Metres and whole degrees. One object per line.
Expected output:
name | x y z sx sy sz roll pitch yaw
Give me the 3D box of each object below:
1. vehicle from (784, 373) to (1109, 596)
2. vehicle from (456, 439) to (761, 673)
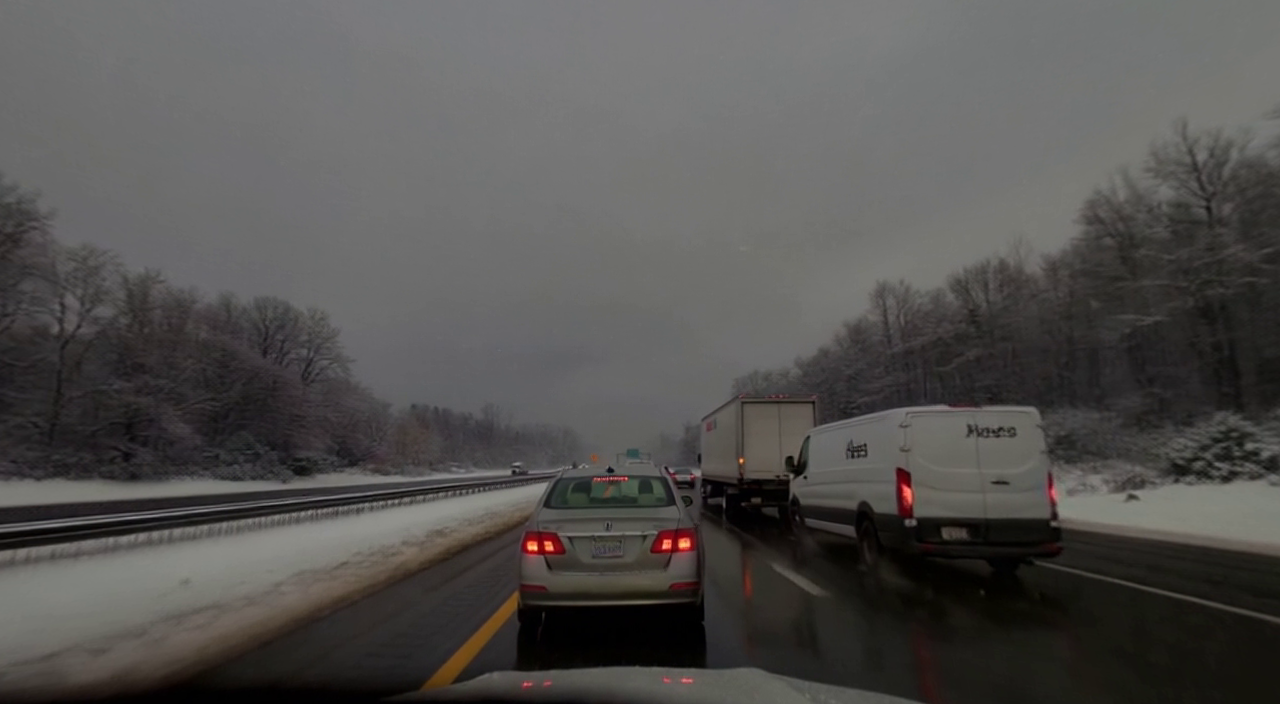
vehicle | 4.130 2.005 9.982 2.328 2.537 5.290 1 -11 -1
vehicle | -0.245 1.660 5.897 1.980 1.493 3.410 1 -11 -2
